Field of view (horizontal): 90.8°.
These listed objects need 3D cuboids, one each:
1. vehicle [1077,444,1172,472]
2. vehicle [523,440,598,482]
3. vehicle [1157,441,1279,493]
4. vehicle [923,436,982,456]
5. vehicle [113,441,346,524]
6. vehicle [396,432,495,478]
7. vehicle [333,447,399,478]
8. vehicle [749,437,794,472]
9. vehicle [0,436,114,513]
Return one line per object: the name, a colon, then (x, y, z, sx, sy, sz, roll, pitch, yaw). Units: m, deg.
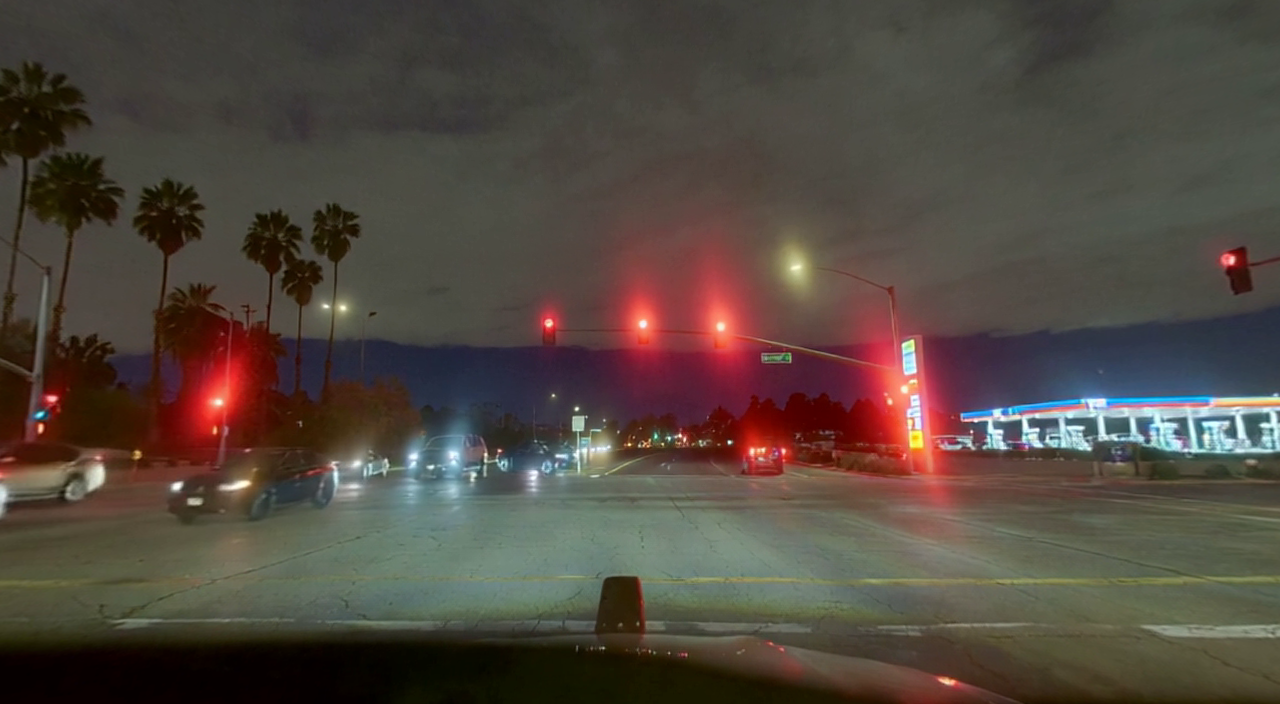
vehicle: (24.278, 5.306, 31.732, 3.474, 1.376, 1.538, 0, -9, -2)
vehicle: (-3.385, 4.425, 25.965, 2.079, 1.490, 5.064, 3, -9, -19)
vehicle: (18.689, 3.404, 18.813, 5.015, 1.446, 1.862, 0, -9, -3)
vehicle: (22.561, 6.774, 45.654, 3.356, 1.395, 1.559, 0, -9, -1)
vehicle: (-8.679, 2.769, 14.045, 2.034, 1.510, 4.647, 0, -9, 0)
vehicle: (-8.629, 4.647, 28.776, 2.609, 1.865, 5.875, 0, -9, 0)
vehicle: (-15.122, 6.085, 35.115, 1.809, 1.605, 4.033, 0, -9, 0)
vehicle: (6.949, 5.482, 33.890, 1.929, 1.719, 4.892, -1, -9, 7)
vehicle: (-15.250, 2.796, 14.481, 1.852, 1.705, 5.263, 0, -9, -1)
